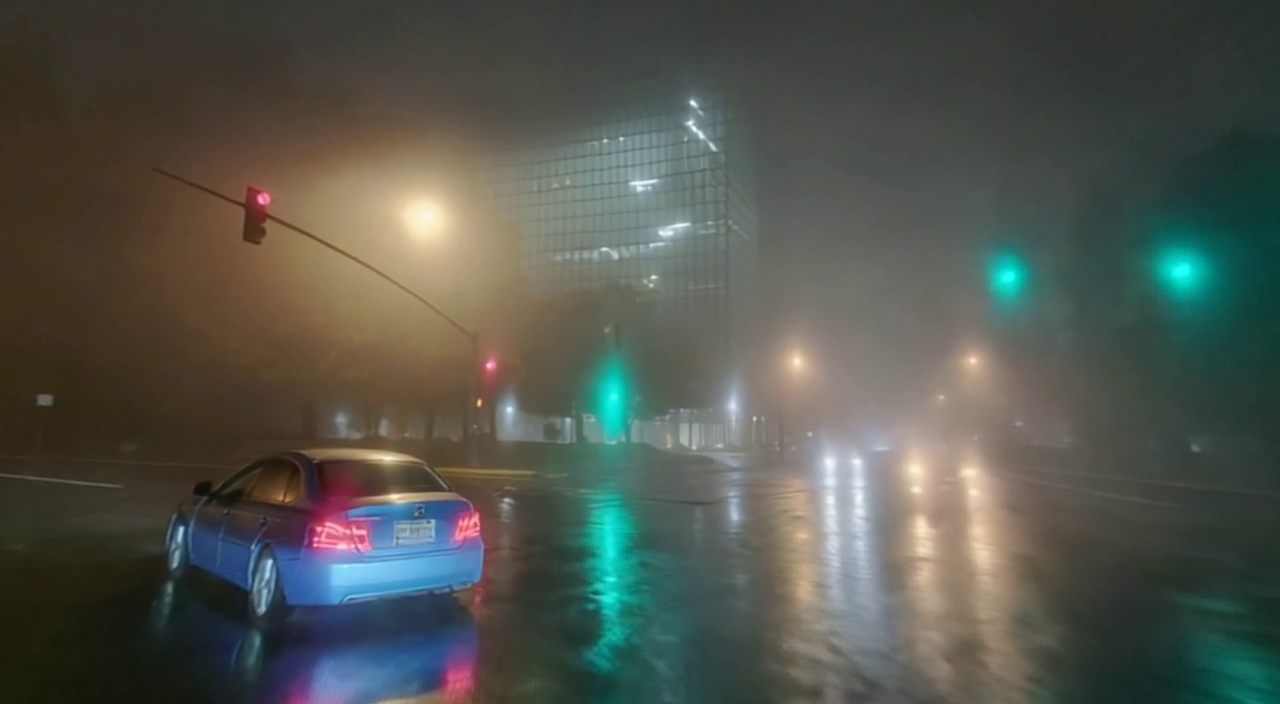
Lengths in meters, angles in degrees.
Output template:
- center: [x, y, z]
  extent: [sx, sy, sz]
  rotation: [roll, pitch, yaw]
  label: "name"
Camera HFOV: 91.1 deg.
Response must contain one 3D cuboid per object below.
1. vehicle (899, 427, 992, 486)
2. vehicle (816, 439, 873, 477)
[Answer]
- center: [9.890, 3.401, 20.705]
  extent: [2.018, 1.699, 4.751]
  rotation: [-3, -9, 18]
  label: "vehicle"
- center: [9.053, 4.585, 27.548]
  extent: [2.068, 1.486, 4.664]
  rotation: [-3, -9, 21]
  label: "vehicle"
